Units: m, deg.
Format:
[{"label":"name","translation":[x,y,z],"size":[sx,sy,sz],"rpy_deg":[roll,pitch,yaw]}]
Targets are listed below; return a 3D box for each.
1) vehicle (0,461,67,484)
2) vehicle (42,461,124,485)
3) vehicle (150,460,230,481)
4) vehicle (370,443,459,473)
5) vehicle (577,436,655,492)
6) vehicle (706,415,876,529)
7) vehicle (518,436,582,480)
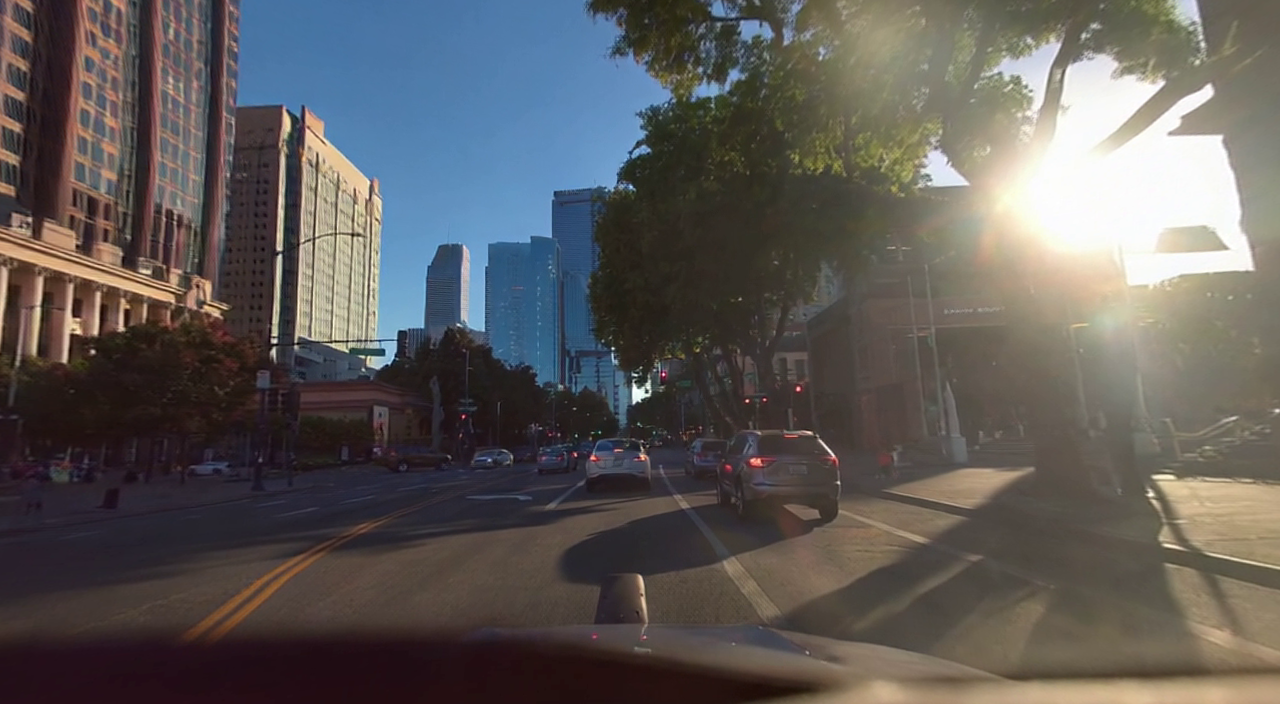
[{"label":"vehicle","translation":[-44.554,8.807,46.175],"size":[3.671,1.498,1.670],"rpy_deg":[1,-9,3]},{"label":"vehicle","translation":[-40.244,8.734,45.701],"size":[4.224,1.622,1.808],"rpy_deg":[0,-9,0]},{"label":"vehicle","translation":[-32.478,8.545,45.623],"size":[4.392,1.427,1.764],"rpy_deg":[0,-9,0]},{"label":"vehicle","translation":[-14.082,6.660,39.752],"size":[4.855,1.769,2.071],"rpy_deg":[1,-9,-9]},{"label":"vehicle","translation":[-0.644,3.313,18.997],"size":[2.096,1.492,4.071],"rpy_deg":[0,-9,0]},{"label":"vehicle","translation":[2.609,2.218,12.185],"size":[2.096,1.775,4.440],"rpy_deg":[0,-9,-1]},{"label":"vehicle","translation":[-3.584,4.304,25.956],"size":[2.045,1.633,4.864],"rpy_deg":[0,-9,-2]}]
